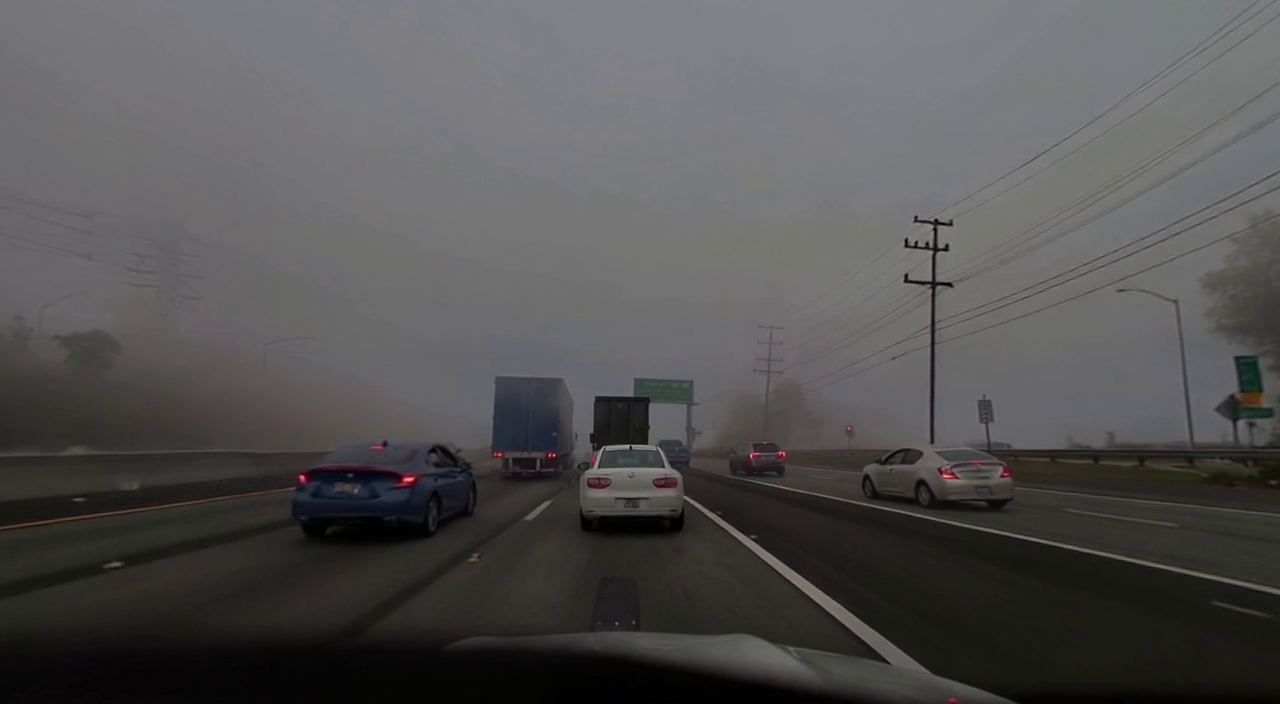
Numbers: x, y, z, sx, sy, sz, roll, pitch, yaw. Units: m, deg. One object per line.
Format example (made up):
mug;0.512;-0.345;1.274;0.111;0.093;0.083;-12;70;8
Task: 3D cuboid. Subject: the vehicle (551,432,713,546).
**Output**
vehicle;-0.201;2.099;10.312;2.112;1.463;4.012;0;-9;-3

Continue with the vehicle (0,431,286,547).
vehicle;-8.156;2.106;10.428;2.008;1.454;4.693;0;-9;-2

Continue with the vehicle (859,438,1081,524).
vehicle;6.264;2.471;12.668;1.878;1.406;4.164;1;-9;-6

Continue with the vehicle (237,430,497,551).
vehicle;-3.911;2.078;10.267;2.090;1.463;4.968;0;-9;-1

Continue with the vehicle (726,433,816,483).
vehicle;4.731;3.897;23.458;2.023;1.676;4.002;1;-9;-7

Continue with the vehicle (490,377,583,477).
vehicle;-5.282;4.610;36.276;3.150;4.298;17.928;0;-9;-3
